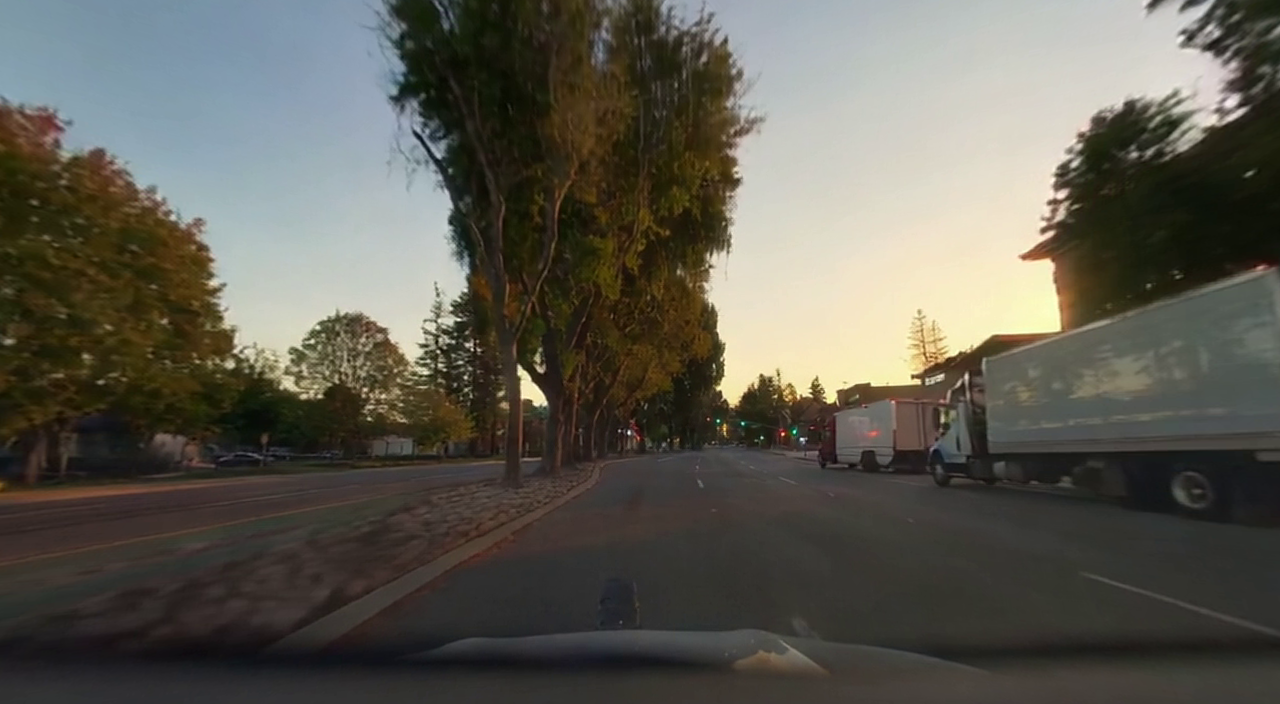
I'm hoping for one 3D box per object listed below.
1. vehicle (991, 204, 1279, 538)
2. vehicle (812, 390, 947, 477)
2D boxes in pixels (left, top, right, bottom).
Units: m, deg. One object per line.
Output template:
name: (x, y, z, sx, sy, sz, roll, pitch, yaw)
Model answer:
vehicle: (10.002, 0.010, 6.738, 2.907, 4.439, 17.681, 0, -8, 2)
vehicle: (11.154, 4.069, 30.999, 2.946, 3.506, 10.682, -1, -8, 3)
